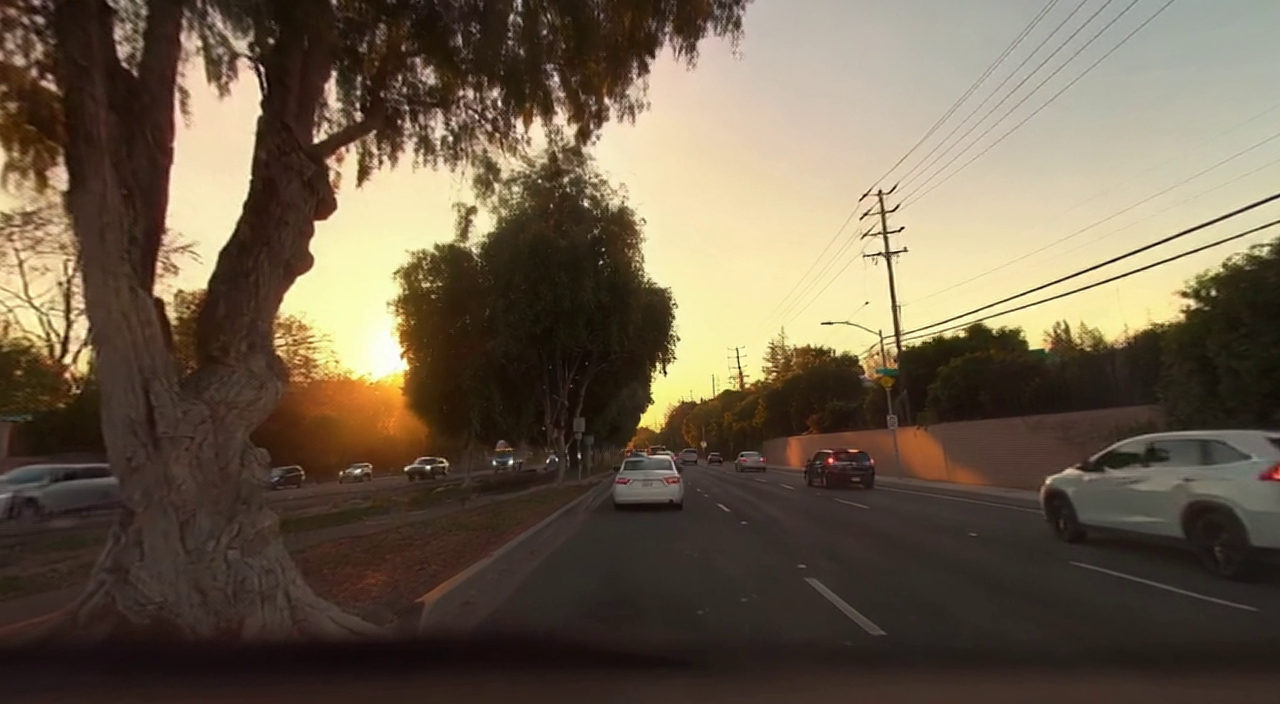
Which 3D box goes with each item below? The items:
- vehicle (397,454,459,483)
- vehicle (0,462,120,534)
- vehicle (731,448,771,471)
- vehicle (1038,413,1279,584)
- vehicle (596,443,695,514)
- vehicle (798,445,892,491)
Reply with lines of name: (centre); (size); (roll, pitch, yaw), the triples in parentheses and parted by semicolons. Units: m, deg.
vehicle: (-12.088, 6.636, 36.316); (1.942, 1.481, 4.621); (0, -8, 1)
vehicle: (-15.063, 3.465, 15.246); (1.701, 1.494, 3.791); (0, -8, 0)
vehicle: (7.734, 7.508, 44.273); (1.899, 1.458, 4.499); (0, -8, -1)
vehicle: (7.252, 1.636, 7.562); (1.983, 1.649, 4.557); (0, -8, 1)
vehicle: (0.134, 2.997, 15.470); (2.108, 1.479, 3.935); (0, -8, 0)
vehicle: (7.246, 4.126, 22.858); (1.850, 1.480, 4.474); (0, -8, -1)
